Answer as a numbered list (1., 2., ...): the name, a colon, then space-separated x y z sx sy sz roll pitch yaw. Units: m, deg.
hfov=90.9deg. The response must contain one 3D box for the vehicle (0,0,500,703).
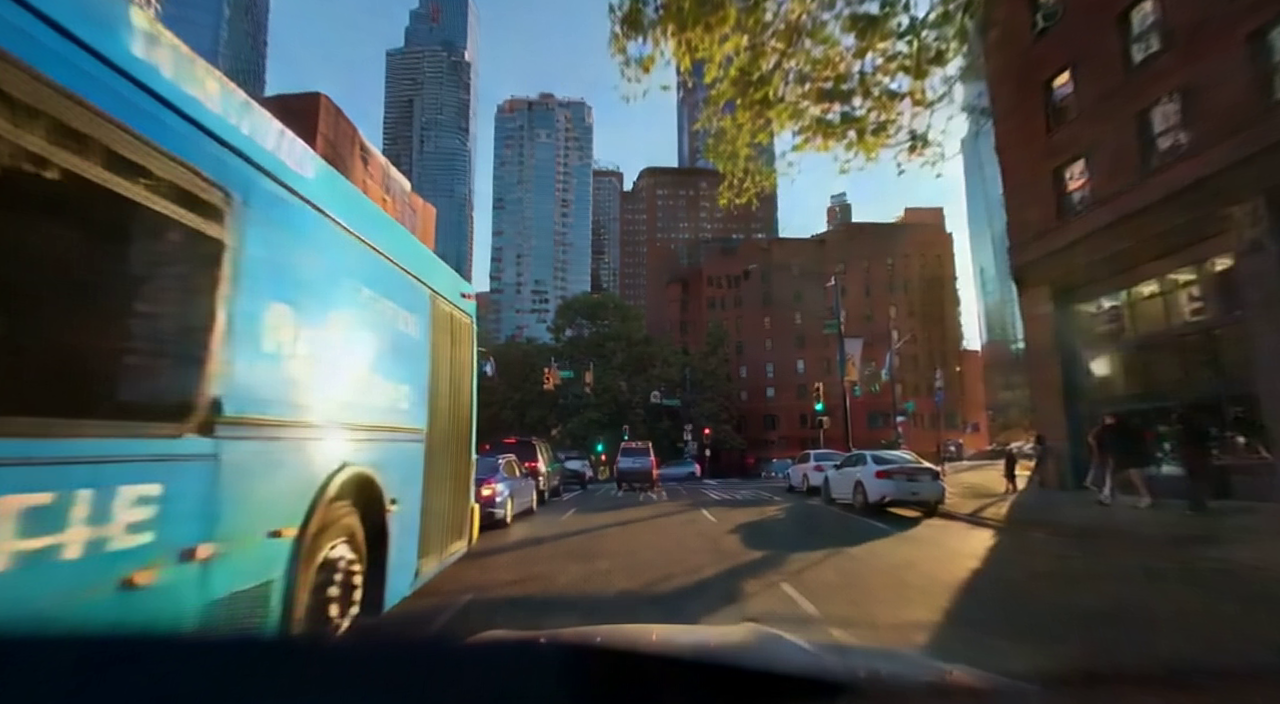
1. vehicle: -3.073 -0.203 0.296 2.922 3.323 13.151 0 -9 0

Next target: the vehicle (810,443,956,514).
1. vehicle: 5.938 3.106 16.105 1.919 1.529 4.558 0 -9 0

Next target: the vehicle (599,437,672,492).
1. vehicle: -0.098 3.983 22.724 2.328 1.746 5.072 0 -9 1

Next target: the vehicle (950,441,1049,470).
1. vehicle: 20.679 5.941 36.368 4.598 1.519 1.994 0 -8 -9
